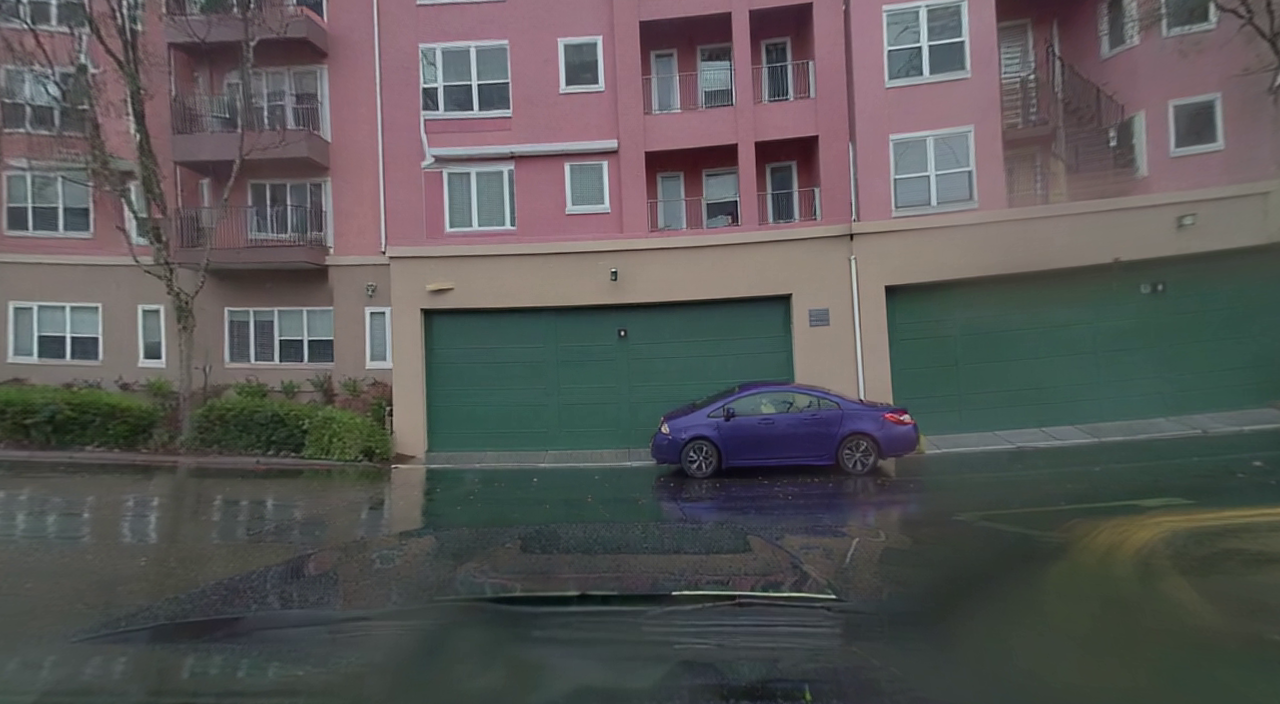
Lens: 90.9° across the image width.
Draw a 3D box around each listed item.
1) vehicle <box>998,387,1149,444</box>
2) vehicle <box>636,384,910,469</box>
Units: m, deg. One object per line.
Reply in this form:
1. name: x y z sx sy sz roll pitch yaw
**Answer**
1. vehicle: 15.582 2.312 22.831 3.905 1.475 2.057 -7 -7 -4
2. vehicle: 2.282 1.414 11.835 4.697 1.444 1.825 0 -8 -1
